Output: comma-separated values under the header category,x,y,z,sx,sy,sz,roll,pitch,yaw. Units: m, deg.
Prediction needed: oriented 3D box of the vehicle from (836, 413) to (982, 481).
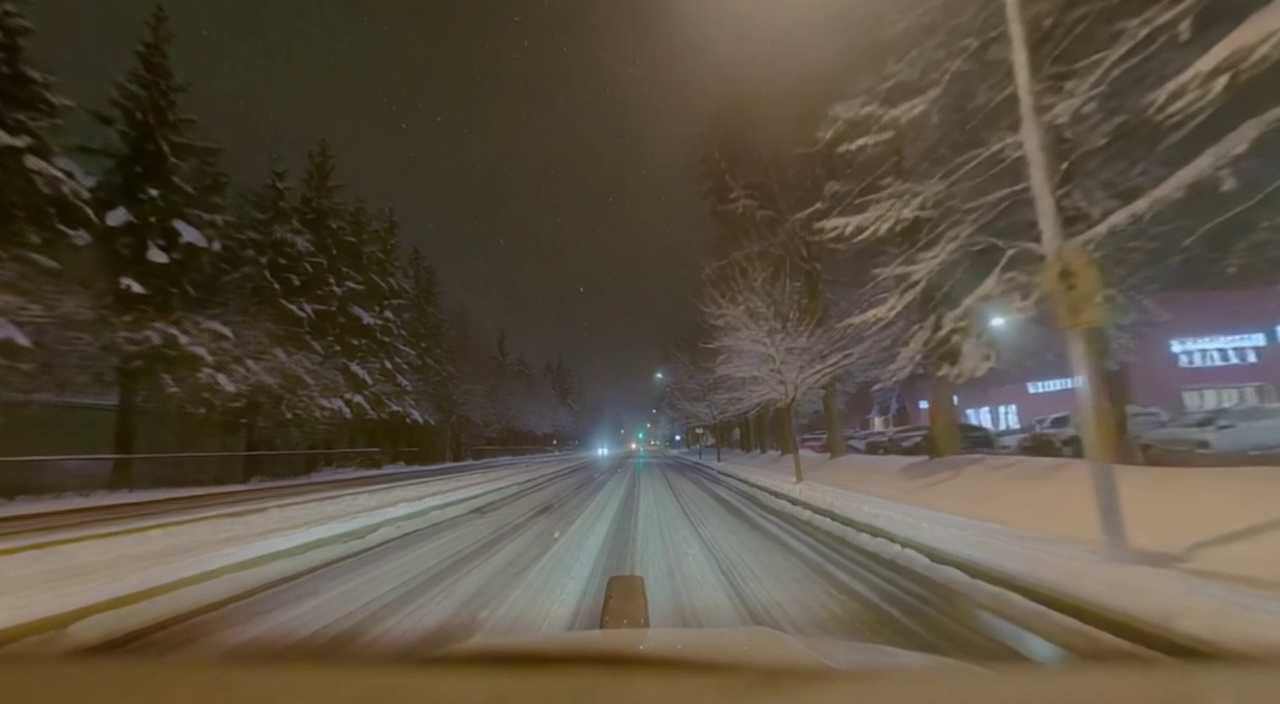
category,x,y,z,sx,sy,sz,roll,pitch,yaw
vehicle,7.925,2.956,19.284,2.043,1.791,5.339,0,-10,-1

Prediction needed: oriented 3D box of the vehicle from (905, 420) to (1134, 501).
category,x,y,z,sx,sy,sz,roll,pitch,yaw
vehicle,7.970,2.337,13.959,2.056,1.449,4.679,-1,-8,-1
